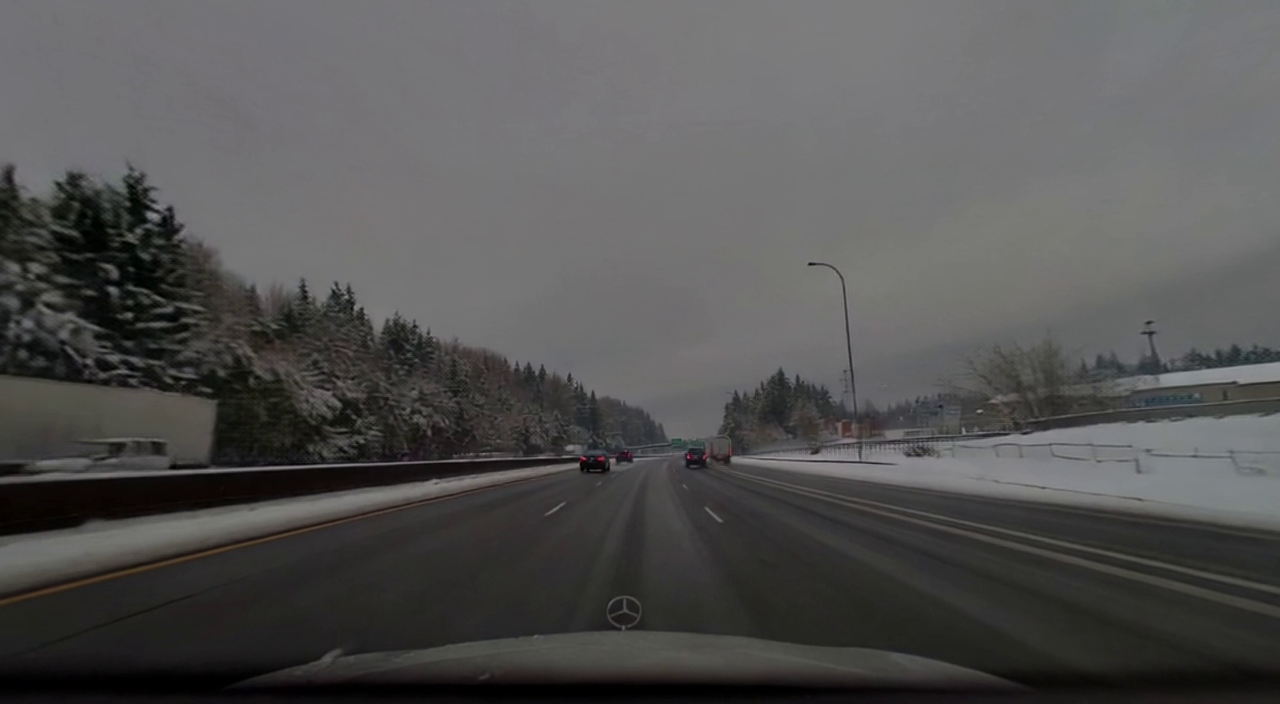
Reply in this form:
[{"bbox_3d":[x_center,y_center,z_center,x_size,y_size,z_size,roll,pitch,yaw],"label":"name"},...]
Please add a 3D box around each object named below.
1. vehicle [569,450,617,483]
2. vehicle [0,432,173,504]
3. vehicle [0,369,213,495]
[{"bbox_3d":[-2.260,5.642,31.405,2.035,1.513,4.272,0,-9,0],"label":"vehicle"},{"bbox_3d":[-17.821,3.602,19.954,2.095,1.943,5.068,0,-9,1],"label":"vehicle"},{"bbox_3d":[-21.915,2.943,22.540,3.072,4.005,14.020,-1,-9,2],"label":"vehicle"}]
